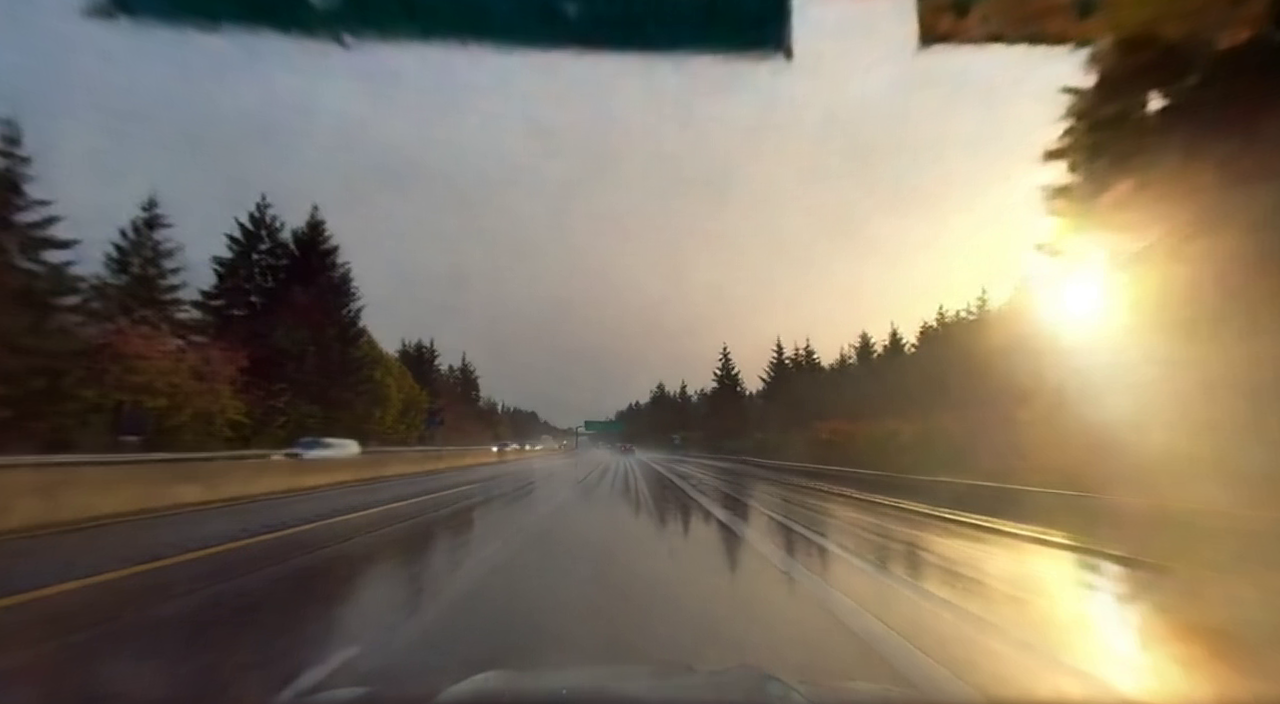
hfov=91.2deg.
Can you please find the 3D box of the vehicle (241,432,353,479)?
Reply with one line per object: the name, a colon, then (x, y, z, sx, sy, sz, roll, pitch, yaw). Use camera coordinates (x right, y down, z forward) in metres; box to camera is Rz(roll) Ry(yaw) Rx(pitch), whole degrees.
vehicle: (-12.340, 3.763, 22.873, 1.851, 1.525, 4.105, 0, -9, -2)
